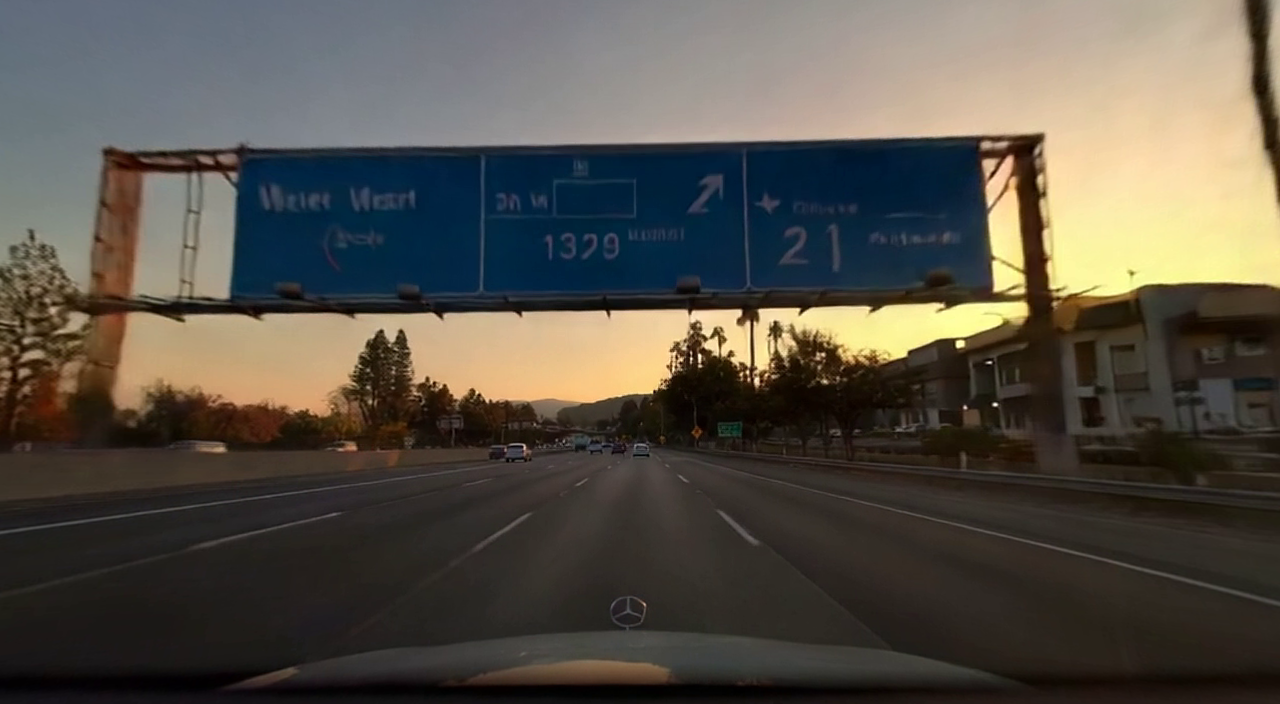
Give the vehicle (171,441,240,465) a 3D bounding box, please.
[{"bbox_3d":[-31.677,7.342,46.115,1.976,1.608,4.327,-1,-8,-1],"label":"vehicle"}]
